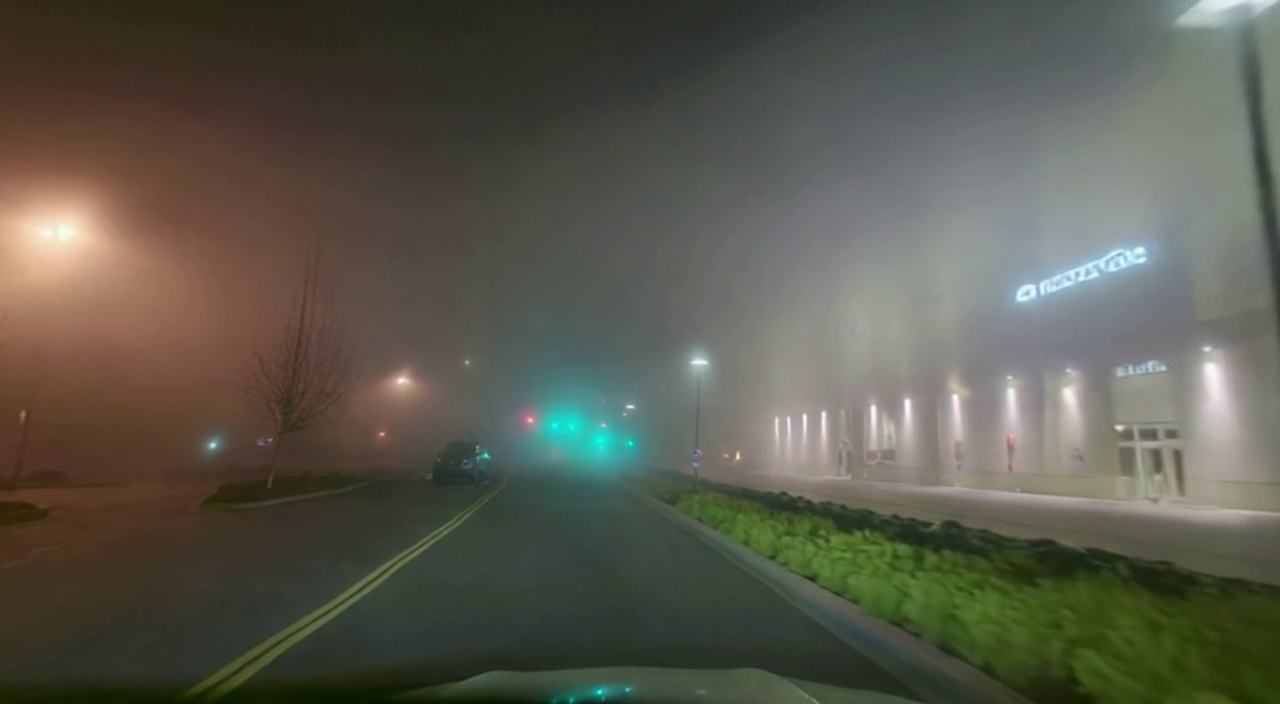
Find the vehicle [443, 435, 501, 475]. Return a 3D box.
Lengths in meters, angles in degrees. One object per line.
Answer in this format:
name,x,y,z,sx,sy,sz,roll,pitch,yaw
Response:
vehicle,-8.264,5.100,31.578,2.180,1.806,4.541,1,-8,-7
